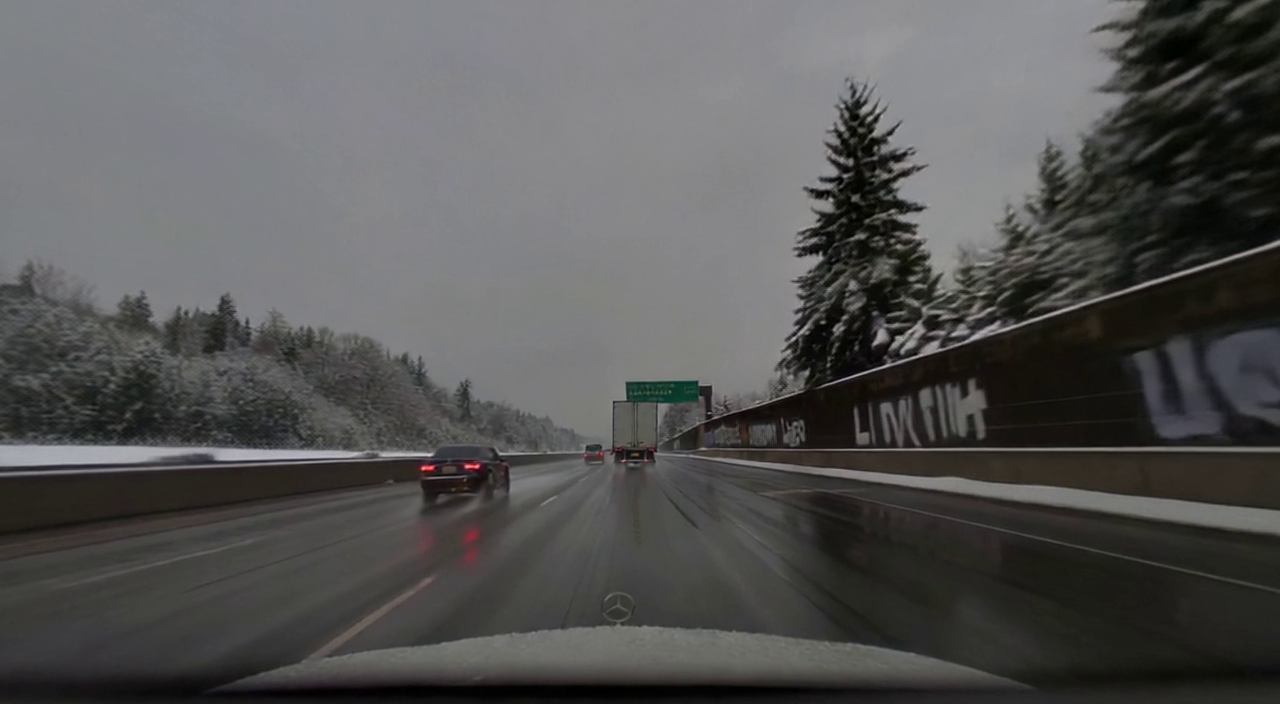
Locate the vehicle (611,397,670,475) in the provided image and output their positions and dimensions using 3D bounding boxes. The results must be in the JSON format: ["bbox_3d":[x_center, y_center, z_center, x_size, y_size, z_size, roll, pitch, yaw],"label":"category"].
[{"bbox_3d":[-0.122,5.158,37.803,3.042,4.023,10.832,0,-9,-2],"label":"vehicle"}]

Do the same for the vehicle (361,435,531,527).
[{"bbox_3d":[-3.686,2.535,12.824,2.158,1.538,4.047,0,-9,0],"label":"vehicle"}]

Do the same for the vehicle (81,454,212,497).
[{"bbox_3d":[-19.458,4.836,24.973,1.853,1.495,4.151,0,-9,-1],"label":"vehicle"}]
